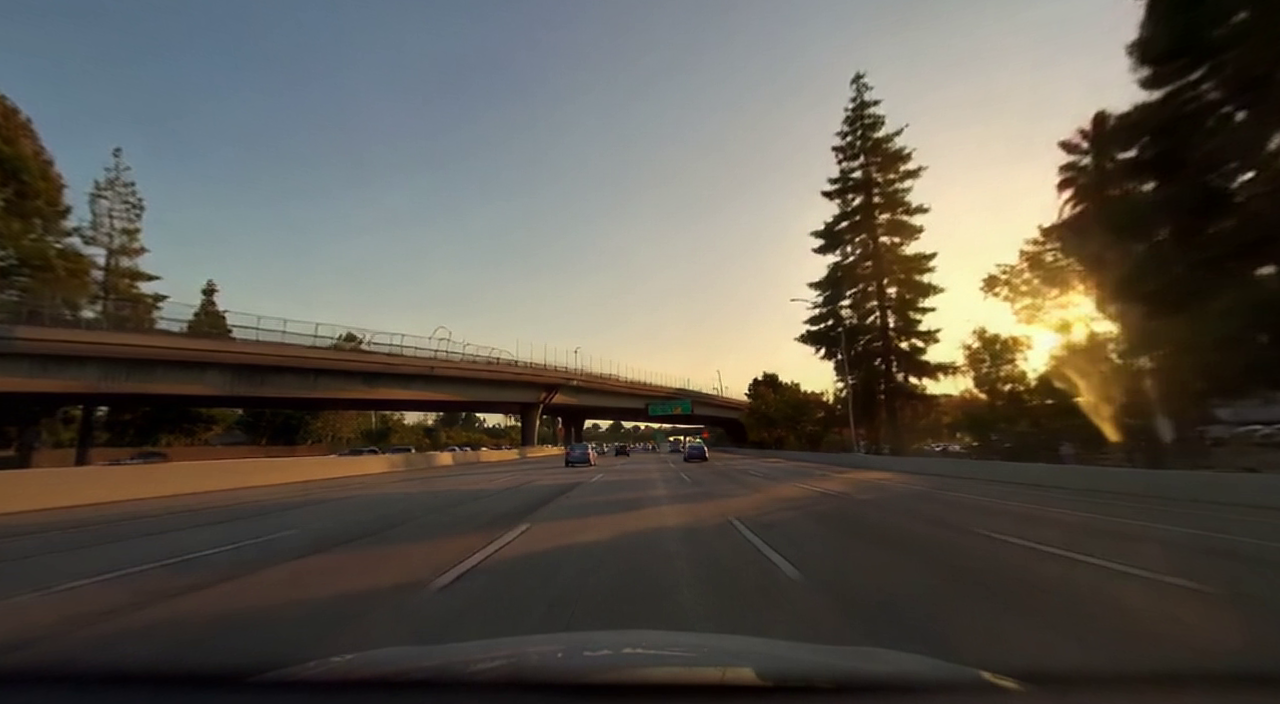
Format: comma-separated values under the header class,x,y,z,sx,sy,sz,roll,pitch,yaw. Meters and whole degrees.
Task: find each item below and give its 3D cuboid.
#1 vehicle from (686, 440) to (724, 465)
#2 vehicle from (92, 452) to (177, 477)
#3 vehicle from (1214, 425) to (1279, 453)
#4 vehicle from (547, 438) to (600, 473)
class,x,y,z,sx,sy,sz,roll,pitch,yaw
vehicle,4.611,7.190,45.171,2.229,1.704,4.392,0,-8,0
vehicle,-31.557,6.995,39.515,1.764,1.427,4.243,0,-8,1
vehicle,36.949,5.155,37.315,4.052,1.601,1.838,0,-9,-1
vehicle,-3.431,5.444,33.447,2.196,1.733,4.355,0,-8,2
